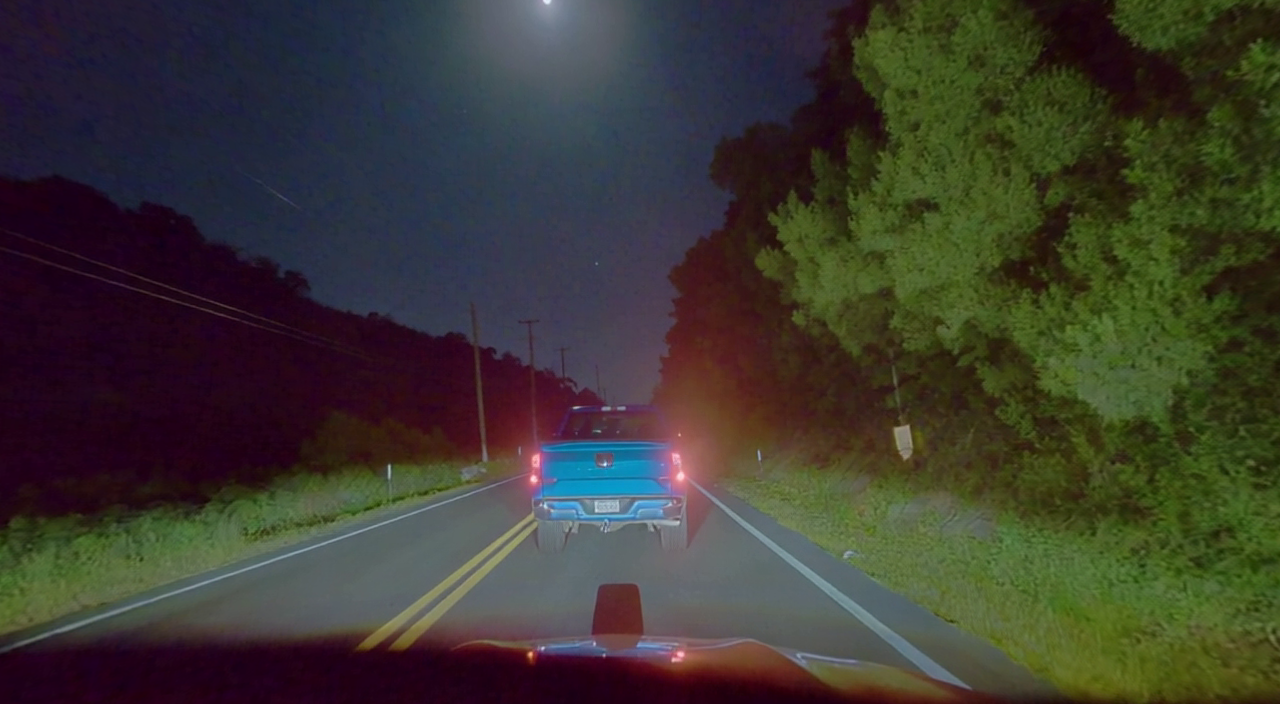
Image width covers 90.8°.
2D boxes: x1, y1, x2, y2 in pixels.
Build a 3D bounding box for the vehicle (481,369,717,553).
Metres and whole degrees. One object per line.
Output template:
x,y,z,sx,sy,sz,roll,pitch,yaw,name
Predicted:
-0.526,1.749,10.688,2.837,2.223,5.885,0,-8,-1,vehicle
